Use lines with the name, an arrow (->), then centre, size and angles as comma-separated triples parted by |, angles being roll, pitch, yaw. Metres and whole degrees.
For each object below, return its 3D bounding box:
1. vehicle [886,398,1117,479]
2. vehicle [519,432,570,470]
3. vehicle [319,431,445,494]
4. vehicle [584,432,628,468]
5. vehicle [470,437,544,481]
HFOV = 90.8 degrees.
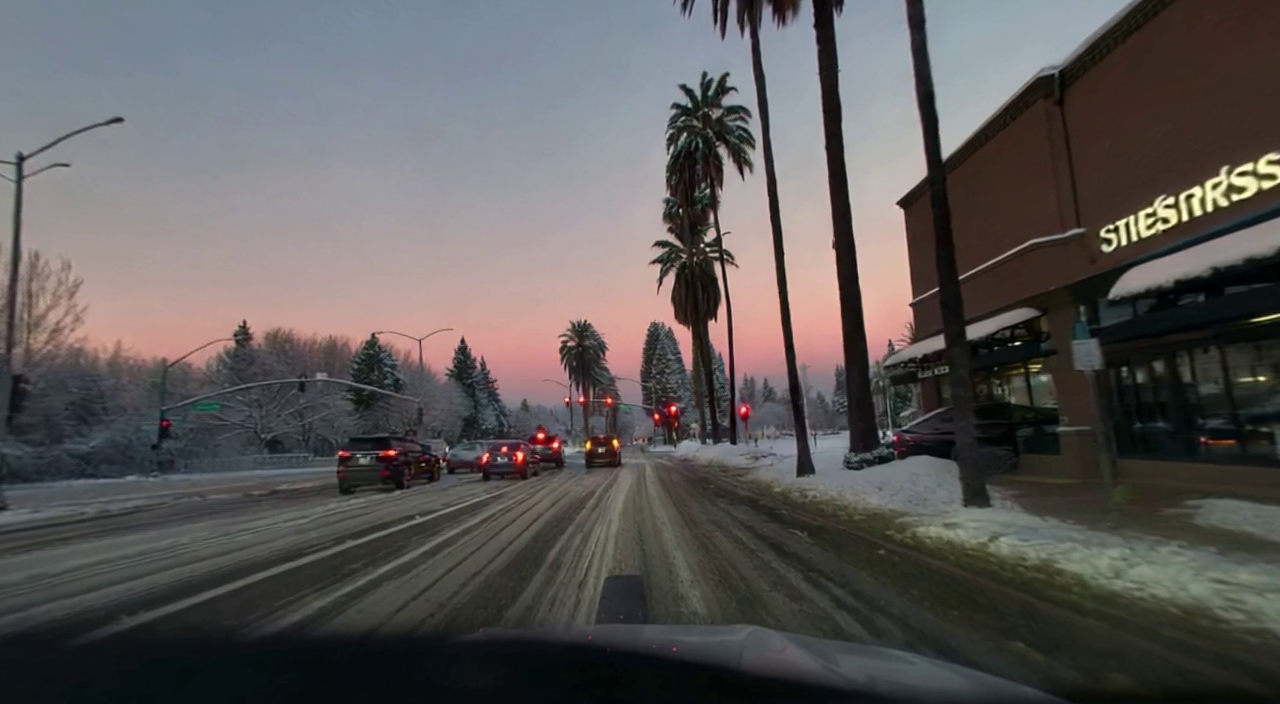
vehicle -> 9.504, 2.327, 16.966 | 4.774, 1.975, 2.245 | 0, -9, -2
vehicle -> -5.086, 5.362, 34.256 | 2.025, 1.862, 4.804 | 0, -9, 0
vehicle -> -8.490, 3.676, 21.394 | 2.178, 1.864, 5.005 | 0, -9, -1
vehicle -> -1.750, 5.245, 33.833 | 2.153, 1.759, 4.320 | 0, -9, -1
vehicle -> -5.106, 4.176, 24.936 | 1.885, 1.567, 4.775 | 0, -9, 0
